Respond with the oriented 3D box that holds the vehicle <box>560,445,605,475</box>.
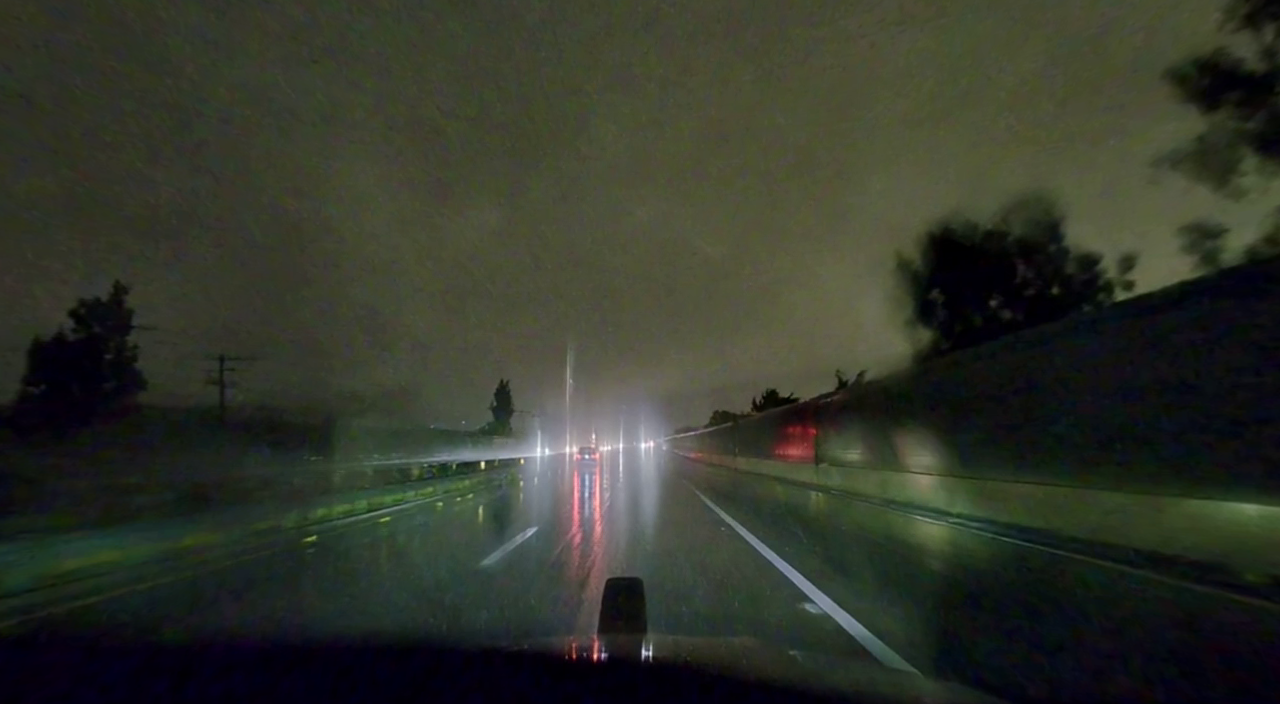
[{"bbox_3d":[-3.003,5.774,33.915,1.991,1.473,4.707,0,-9,0],"label":"vehicle"}]
